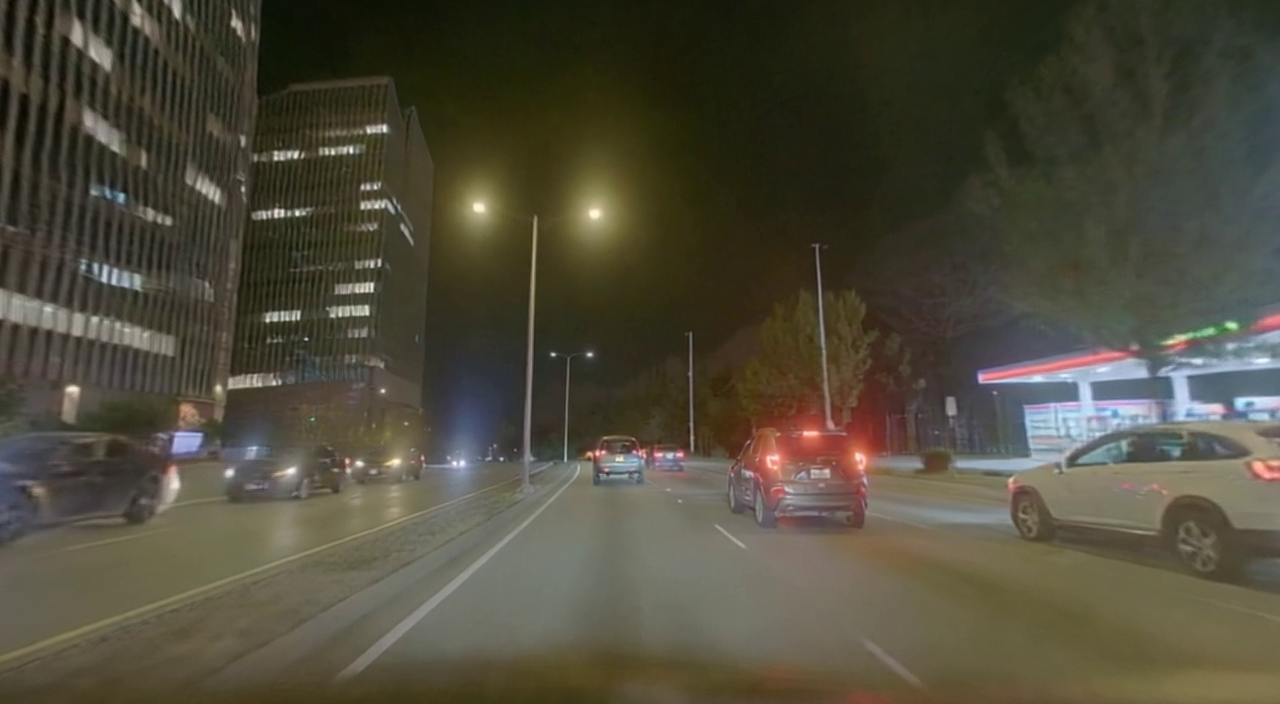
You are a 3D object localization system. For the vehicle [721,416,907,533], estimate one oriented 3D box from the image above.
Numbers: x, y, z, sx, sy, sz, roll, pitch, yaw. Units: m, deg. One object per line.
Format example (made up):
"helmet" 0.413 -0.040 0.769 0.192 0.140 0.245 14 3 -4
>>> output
"vehicle" 2.914 2.169 11.682 2.000 1.745 4.206 1 -8 -4

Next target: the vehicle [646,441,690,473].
"vehicle" 1.430 5.551 33.634 1.800 1.592 3.658 1 -8 -6

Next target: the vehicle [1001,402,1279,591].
"vehicle" 6.601 1.531 7.298 2.047 1.653 4.423 0 -8 -3

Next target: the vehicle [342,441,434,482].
"vehicle" -9.655 4.218 24.533 1.872 1.439 4.507 0 -8 -2

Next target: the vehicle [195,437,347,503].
"vehicle" -9.015 2.879 15.782 1.665 1.442 3.720 0 -8 -2

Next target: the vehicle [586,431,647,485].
"vehicle" -0.938 3.873 23.278 2.051 1.798 4.168 1 -8 -4

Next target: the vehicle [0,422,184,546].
"vehicle" -9.214 1.880 9.354 1.943 1.575 3.927 0 -8 -2
